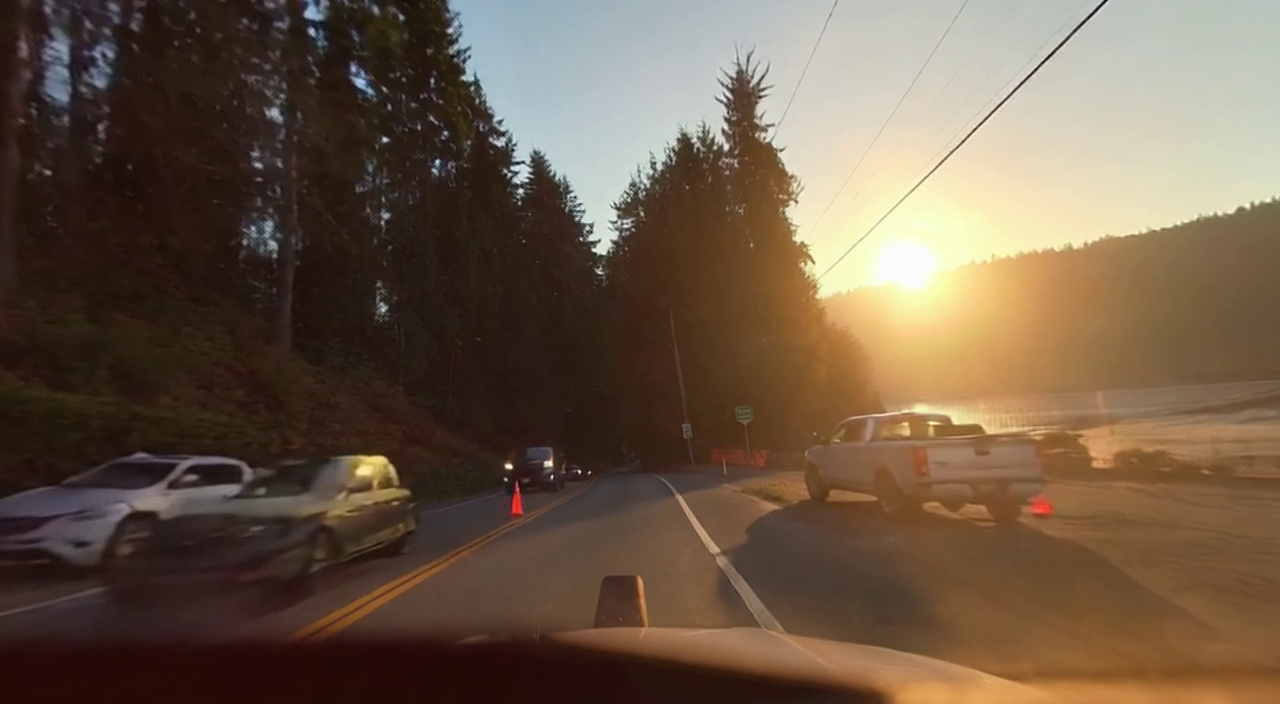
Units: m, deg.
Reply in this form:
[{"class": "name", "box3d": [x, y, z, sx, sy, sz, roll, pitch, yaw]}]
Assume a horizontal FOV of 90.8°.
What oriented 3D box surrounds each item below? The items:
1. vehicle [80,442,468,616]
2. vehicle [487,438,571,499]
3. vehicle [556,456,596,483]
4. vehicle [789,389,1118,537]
[{"class": "vehicle", "box3d": [-3.628, 1.806, 7.396, 1.981, 1.410, 4.162, -1, -9, 1]}, {"class": "vehicle", "box3d": [-4.018, 4.325, 23.880, 2.221, 1.969, 5.153, -1, -9, 0]}, {"class": "vehicle", "box3d": [-3.707, 6.850, 37.150, 2.032, 1.444, 4.164, 0, -9, -2]}, {"class": "vehicle", "box3d": [5.210, 2.066, 12.214, 2.845, 2.053, 6.457, 0, -9, -2]}]
